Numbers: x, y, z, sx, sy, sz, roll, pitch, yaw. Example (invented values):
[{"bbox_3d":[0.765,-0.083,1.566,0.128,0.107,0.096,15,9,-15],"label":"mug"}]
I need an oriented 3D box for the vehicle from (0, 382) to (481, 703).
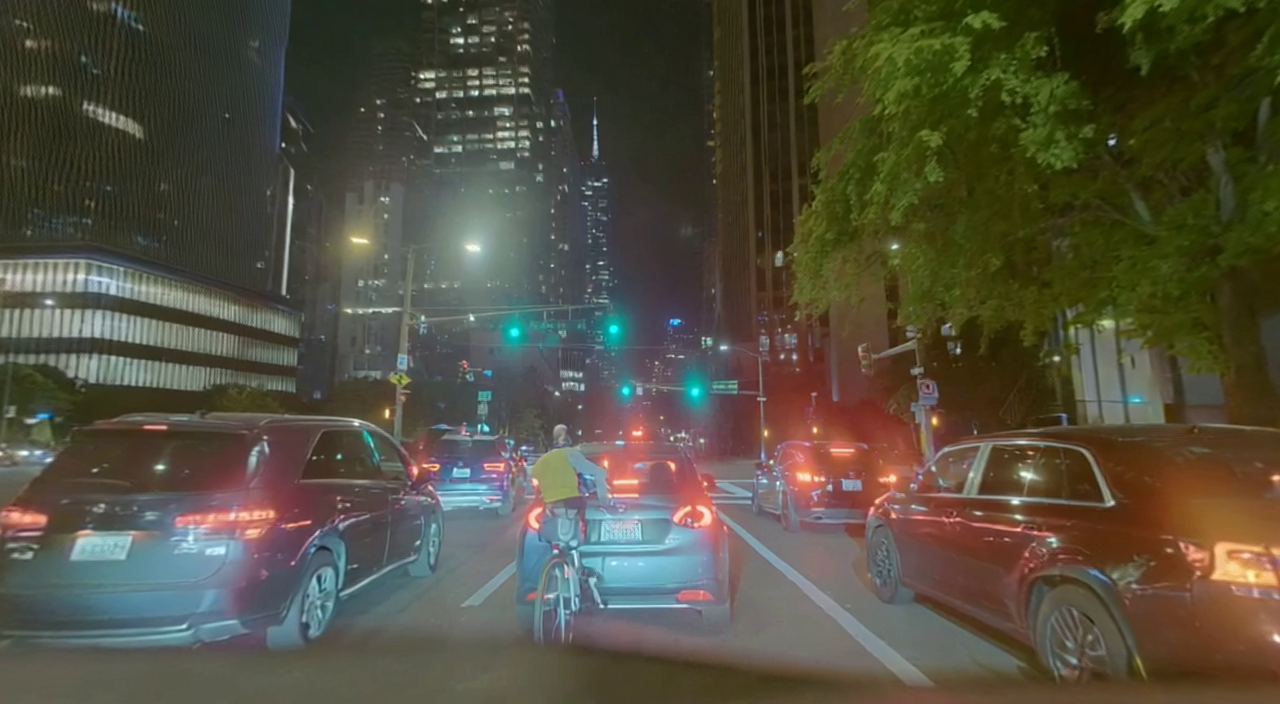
[{"bbox_3d":[-3.122,1.351,5.574,2.181,1.723,4.550,0,-8,1],"label":"vehicle"}]

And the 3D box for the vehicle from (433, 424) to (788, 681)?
[{"bbox_3d":[-0.162,1.436,5.578,2.031,1.461,3.763,0,-8,0],"label":"vehicle"}]

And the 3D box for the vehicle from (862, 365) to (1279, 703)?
[{"bbox_3d":[3.340,1.155,4.174,2.179,1.631,4.173,0,-8,0],"label":"vehicle"}]
